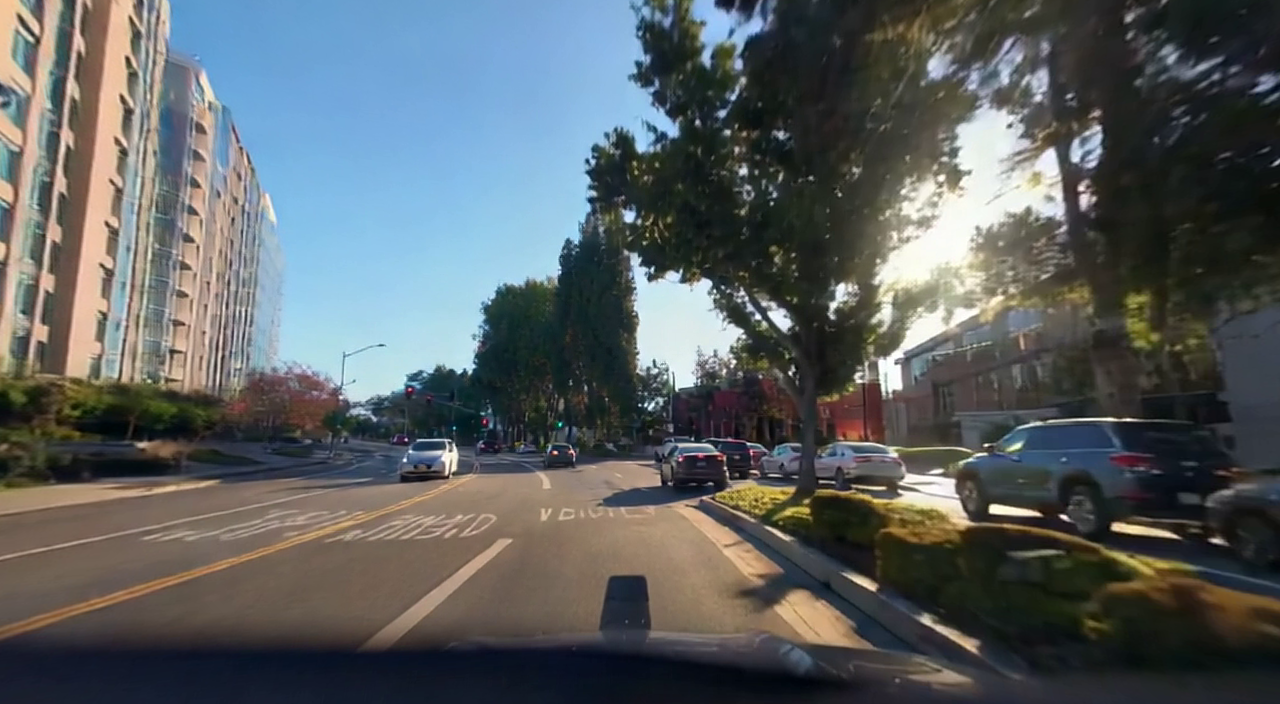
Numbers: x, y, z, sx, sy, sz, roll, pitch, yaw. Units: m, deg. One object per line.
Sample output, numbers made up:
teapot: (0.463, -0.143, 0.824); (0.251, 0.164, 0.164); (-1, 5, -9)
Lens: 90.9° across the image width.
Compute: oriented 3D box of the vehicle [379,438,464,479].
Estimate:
vehicle: (-8.778, 4.313, 25.747); (2.325, 1.509, 4.340); (1, -9, -6)

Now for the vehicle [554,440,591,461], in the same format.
vehicle: (-5.129, 7.415, 47.585); (1.957, 1.463, 4.701); (2, -9, -16)

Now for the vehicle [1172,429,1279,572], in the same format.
vehicle: (7.525, 1.371, 5.417); (1.972, 1.429, 4.487); (2, -10, 0)

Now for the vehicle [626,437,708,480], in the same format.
vehicle: (0.914, 4.105, 24.548); (2.280, 1.472, 4.426); (1, -9, -10)

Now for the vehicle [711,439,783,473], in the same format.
vehicle: (4.896, 4.814, 29.515); (1.820, 1.450, 4.408); (2, -9, -12)

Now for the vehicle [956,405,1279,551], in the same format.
vehicle: (7.330, 1.862, 9.965); (2.070, 1.758, 4.392); (1, -8, -5)

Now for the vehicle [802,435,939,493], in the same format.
vehicle: (6.615, 3.264, 18.757); (1.890, 1.488, 4.567); (1, -9, -7)

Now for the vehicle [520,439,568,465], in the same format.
vehicle: (-6.234, 6.406, 40.569); (2.308, 1.535, 4.811); (2, -9, -17)
